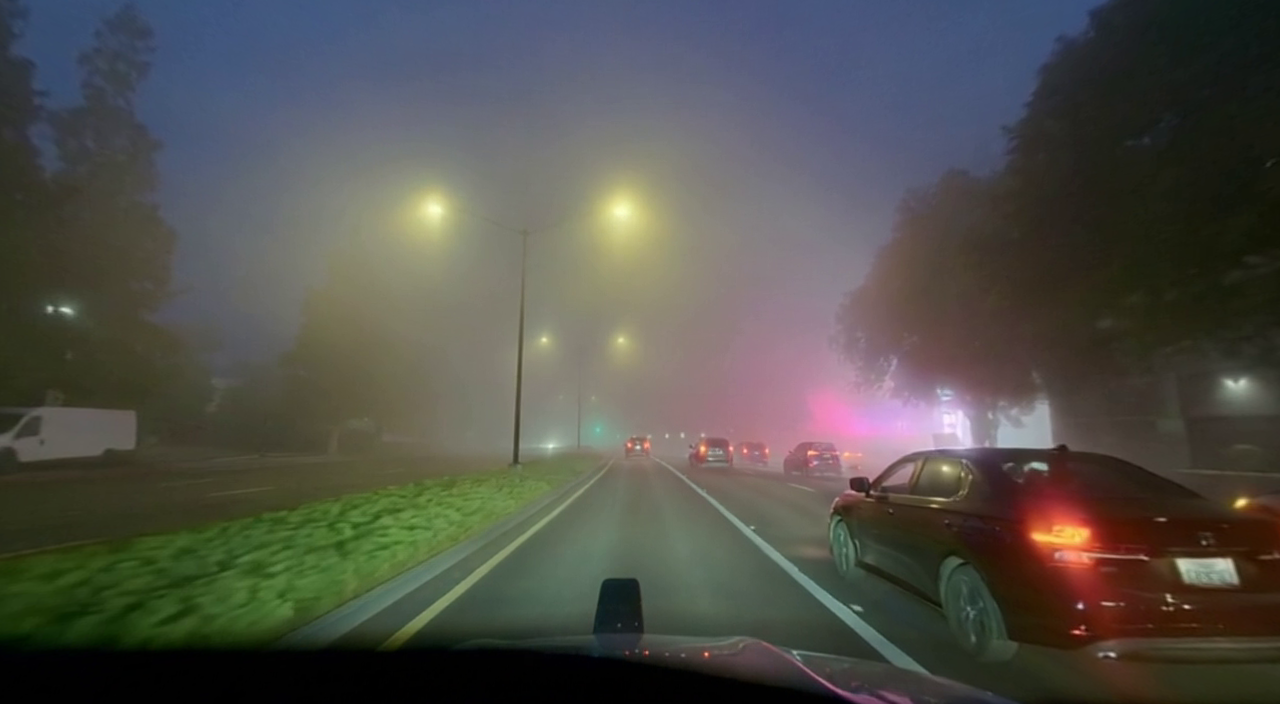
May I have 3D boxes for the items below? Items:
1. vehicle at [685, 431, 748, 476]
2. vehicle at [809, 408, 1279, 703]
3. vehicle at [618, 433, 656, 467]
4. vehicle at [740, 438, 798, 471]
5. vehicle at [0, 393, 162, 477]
[{"bbox_3d":[3.163,4.289,26.799,2.000,1.745,4.206,1,-8,-2],"label":"vehicle"},{"bbox_3d":[2.897,1.285,4.897,1.883,1.452,4.258,0,-8,-1],"label":"vehicle"},{"bbox_3d":[-0.228,5.573,35.961,2.051,1.798,4.168,0,-8,-2],"label":"vehicle"},{"bbox_3d":[6.675,5.341,33.106,1.954,1.606,4.423,1,-8,-2],"label":"vehicle"},{"bbox_3d":[-25.679,3.395,26.258,8.344,3.233,3.218,3,-7,-10],"label":"vehicle"}]
